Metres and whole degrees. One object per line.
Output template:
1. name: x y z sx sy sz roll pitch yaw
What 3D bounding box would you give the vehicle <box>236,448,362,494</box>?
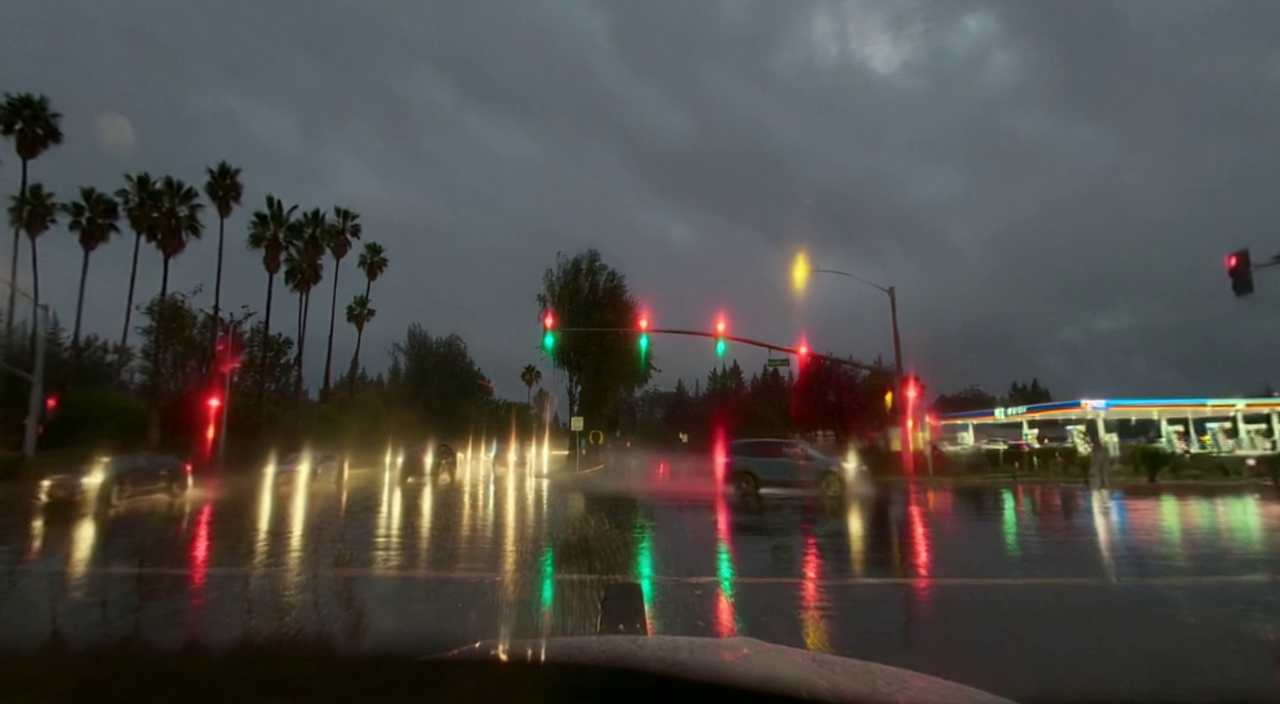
1. vehicle: -11.860 4.136 22.407 1.966 1.455 4.493 0 -9 0

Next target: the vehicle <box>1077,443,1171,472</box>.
1. vehicle: 24.262 5.300 31.736 3.474 1.376 1.538 0 -9 -2

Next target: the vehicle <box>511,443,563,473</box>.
1. vehicle: -5.287 5.512 33.073 1.983 1.464 4.579 0 -9 0

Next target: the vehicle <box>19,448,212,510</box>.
1. vehicle: -15.280 3.674 18.802 1.956 1.611 4.359 0 -9 0

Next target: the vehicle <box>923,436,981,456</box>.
1. vehicle: 22.540 6.767 45.657 3.356 1.395 1.559 0 -9 -1

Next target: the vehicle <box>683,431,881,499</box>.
1. vehicle: 3.884 3.094 17.629 4.938 1.651 2.138 -5 -10 31

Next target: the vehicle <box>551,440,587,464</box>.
1. vehicle: -5.164 7.357 46.556 1.929 1.719 4.892 0 -9 1

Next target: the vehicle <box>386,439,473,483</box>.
1. vehicle: -8.579 4.457 26.169 2.156 1.662 4.186 0 -9 0

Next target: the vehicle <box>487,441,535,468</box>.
1. vehicle: -8.536 6.828 42.196 2.124 1.701 4.551 0 -9 1

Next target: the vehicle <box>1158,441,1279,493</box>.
1. vehicle: 18.743 3.405 18.831 5.015 1.446 1.862 0 -9 -3
